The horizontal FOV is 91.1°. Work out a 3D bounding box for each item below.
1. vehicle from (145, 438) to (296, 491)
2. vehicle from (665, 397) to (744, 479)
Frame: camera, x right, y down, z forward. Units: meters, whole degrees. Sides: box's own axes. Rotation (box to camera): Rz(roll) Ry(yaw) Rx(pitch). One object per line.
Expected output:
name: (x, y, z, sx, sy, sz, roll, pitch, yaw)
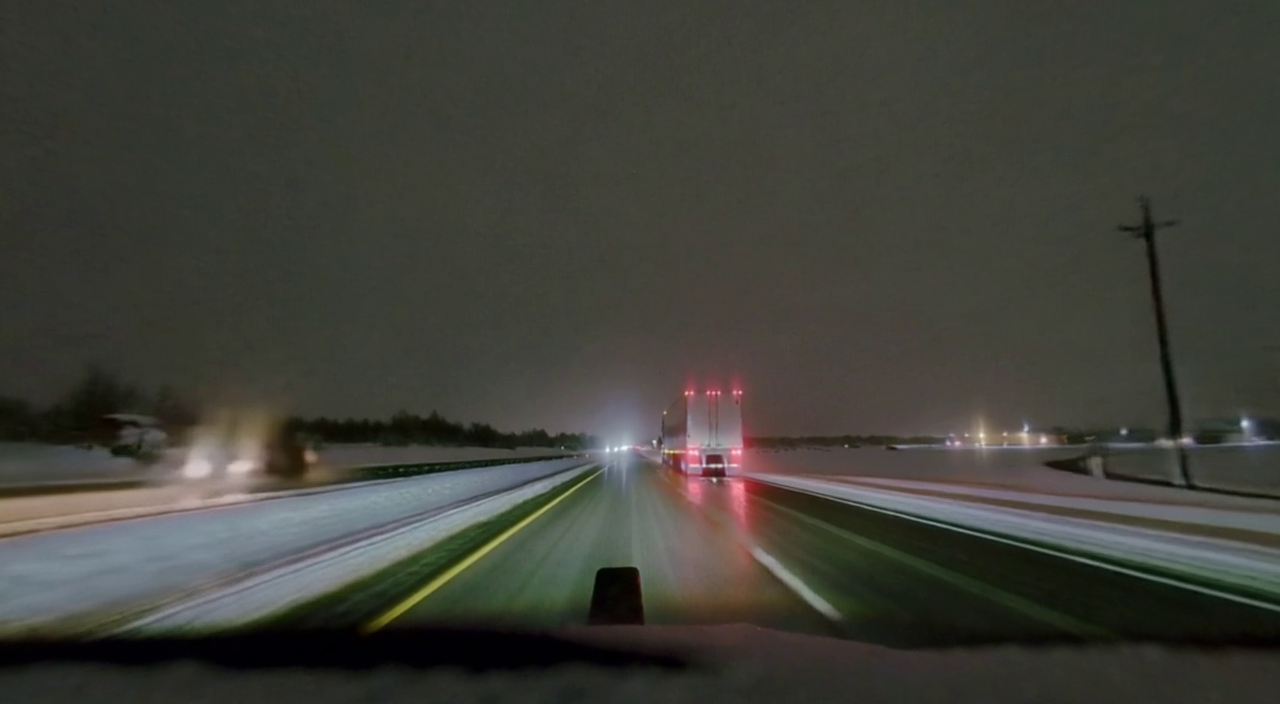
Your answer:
vehicle: (-13.062, 3.524, 19.960, 1.861, 1.498, 4.278, 0, -9, -1)
vehicle: (3.493, 5.357, 38.197, 2.938, 4.076, 13.362, 0, -9, -2)
